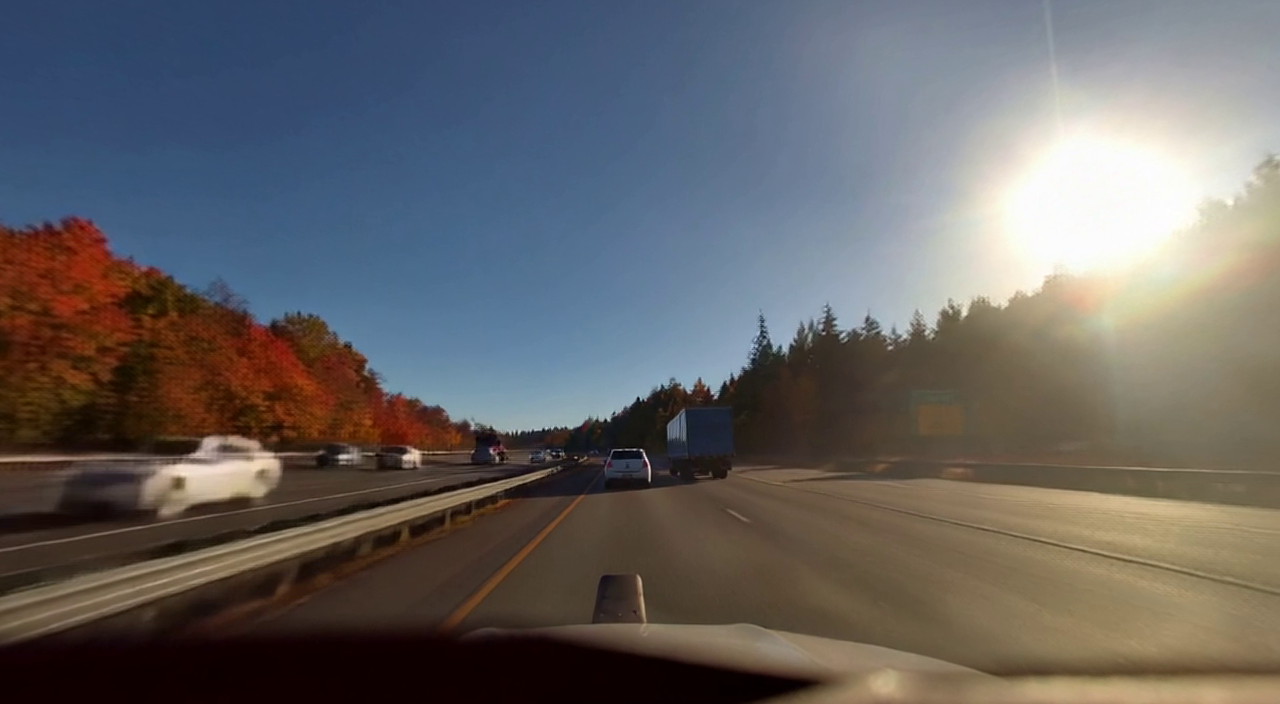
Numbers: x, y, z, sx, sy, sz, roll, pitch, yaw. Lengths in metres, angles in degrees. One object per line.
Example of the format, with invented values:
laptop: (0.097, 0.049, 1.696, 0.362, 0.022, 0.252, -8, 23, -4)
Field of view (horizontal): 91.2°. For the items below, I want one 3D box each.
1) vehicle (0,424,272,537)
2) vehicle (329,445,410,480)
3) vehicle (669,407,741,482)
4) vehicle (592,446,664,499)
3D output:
vehicle: (-8.706, 2.123, 10.866, 1.979, 1.523, 4.461, 0, -9, -1)
vehicle: (-12.801, 5.248, 30.015, 1.912, 1.489, 4.460, 0, -9, -1)
vehicle: (3.853, 6.210, 41.238, 2.900, 4.013, 14.455, 0, -10, -1)
vehicle: (-0.396, 3.836, 20.346, 2.099, 1.506, 4.097, 0, -9, -1)
